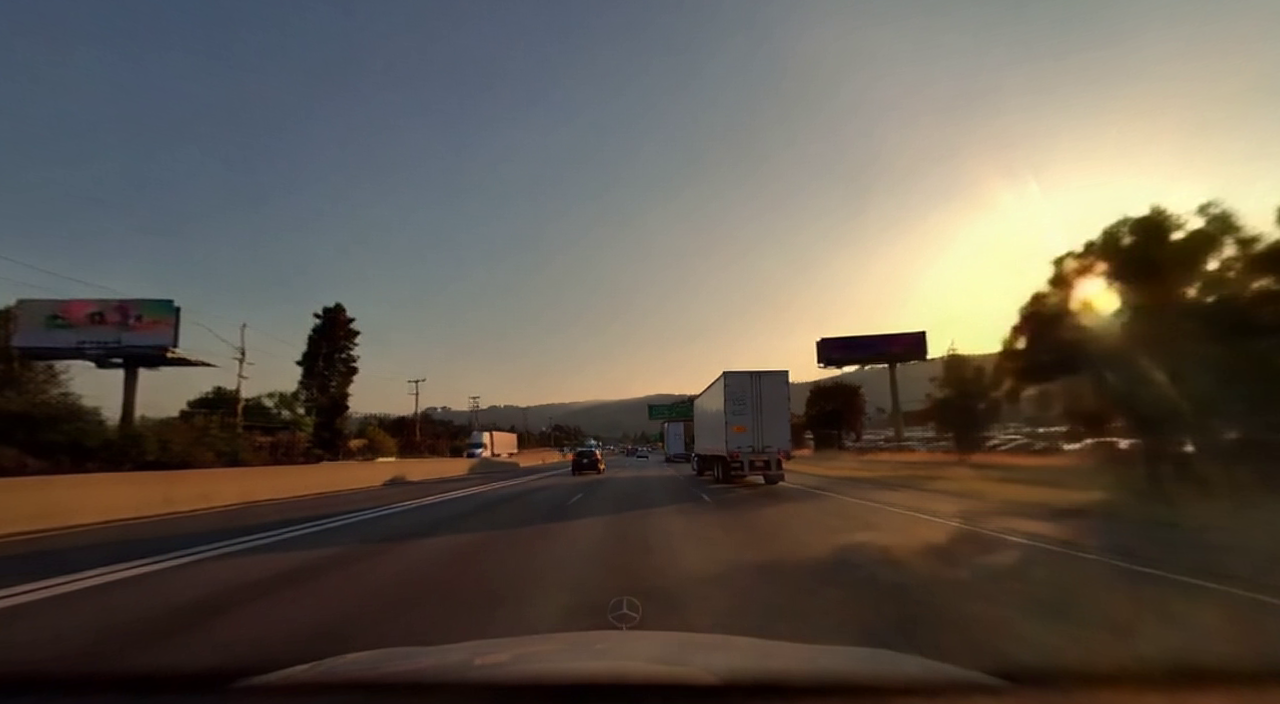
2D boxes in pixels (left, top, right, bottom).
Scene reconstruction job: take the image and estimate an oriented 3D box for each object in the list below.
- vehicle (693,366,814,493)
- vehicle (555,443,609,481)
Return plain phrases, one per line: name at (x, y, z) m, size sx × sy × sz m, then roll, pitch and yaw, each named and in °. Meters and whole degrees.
vehicle at (4.433, 3.685, 28.460) m, size 2.826 × 4.269 × 14.176 m, roll 0°, pitch -9°, yaw 0°
vehicle at (-2.923, 5.695, 32.883) m, size 2.291 × 1.788 × 4.825 m, roll 0°, pitch -9°, yaw 1°
